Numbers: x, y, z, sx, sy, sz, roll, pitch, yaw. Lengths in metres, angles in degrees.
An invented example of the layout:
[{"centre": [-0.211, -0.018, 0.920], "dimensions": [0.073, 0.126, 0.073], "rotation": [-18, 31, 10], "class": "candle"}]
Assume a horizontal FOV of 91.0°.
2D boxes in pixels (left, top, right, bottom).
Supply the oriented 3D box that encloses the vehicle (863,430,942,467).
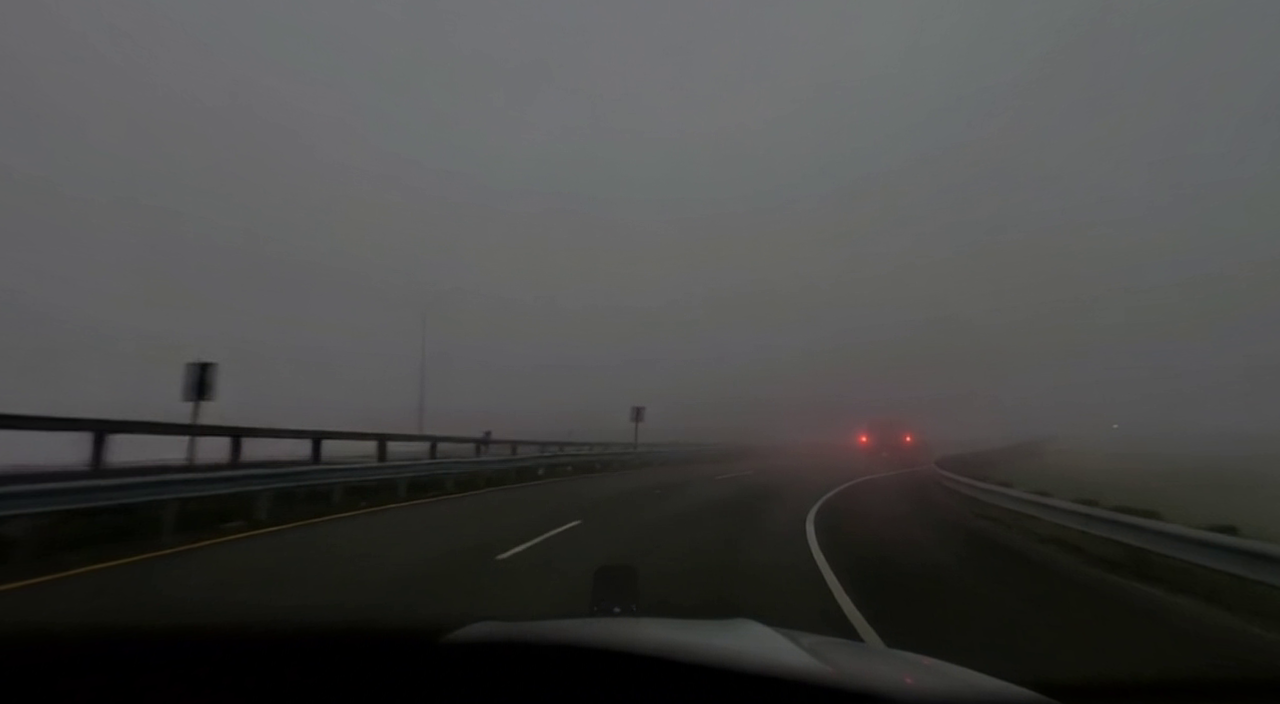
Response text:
[{"centre": [11.748, 4.260, 28.039], "dimensions": [2.028, 1.440, 3.970], "rotation": [-3, -8, 41], "class": "vehicle"}]
